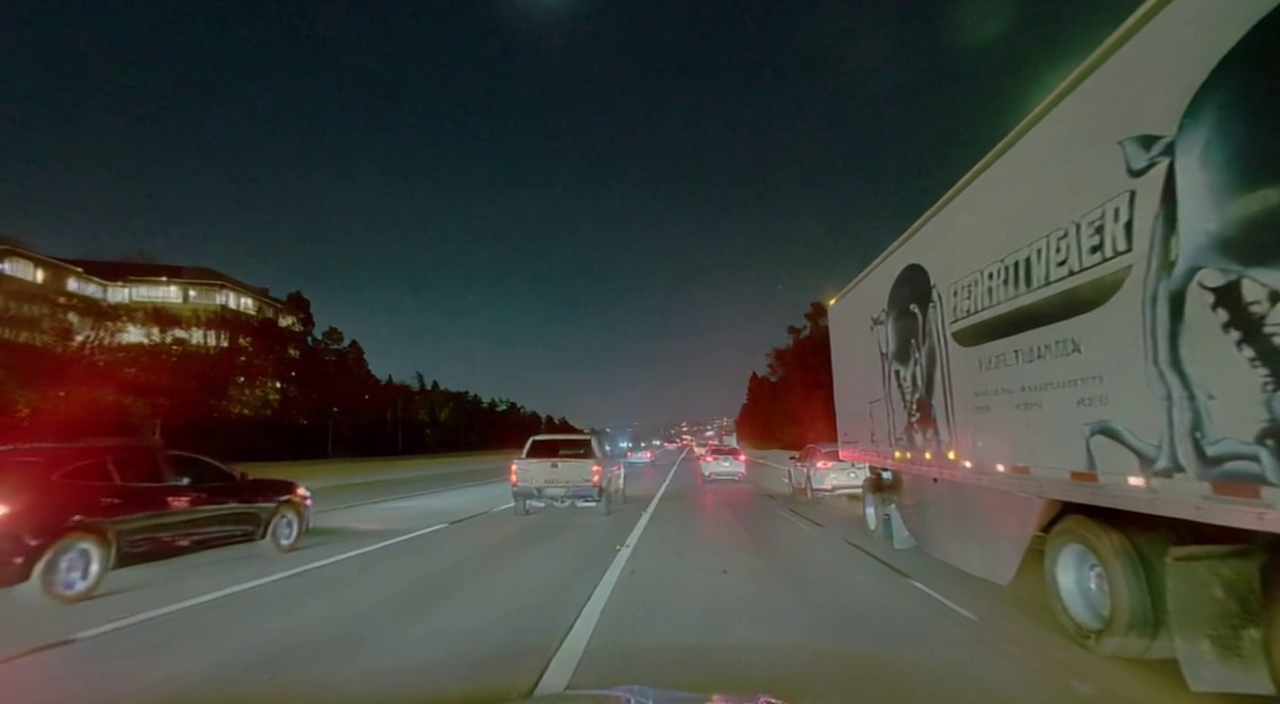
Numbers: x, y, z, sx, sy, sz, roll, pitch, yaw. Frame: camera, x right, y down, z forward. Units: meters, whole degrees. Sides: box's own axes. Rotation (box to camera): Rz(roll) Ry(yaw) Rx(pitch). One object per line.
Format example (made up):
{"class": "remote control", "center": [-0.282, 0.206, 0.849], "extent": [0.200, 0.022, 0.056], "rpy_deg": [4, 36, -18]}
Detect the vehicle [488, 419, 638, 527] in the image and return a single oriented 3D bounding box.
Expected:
{"class": "vehicle", "center": [-1.328, 2.399, 13.109], "extent": [2.153, 1.805, 4.631], "rpy_deg": [-1, -8, 5]}

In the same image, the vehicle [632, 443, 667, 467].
{"class": "vehicle", "center": [0.674, 6.740, 41.397], "extent": [2.036, 1.441, 4.253], "rpy_deg": [-1, -8, 5]}

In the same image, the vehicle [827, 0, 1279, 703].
{"class": "vehicle", "center": [4.307, 0.603, 5.598], "extent": [2.987, 3.212, 9.311], "rpy_deg": [-1, -8, 4]}

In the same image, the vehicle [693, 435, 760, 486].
{"class": "vehicle", "center": [3.087, 3.964, 23.454], "extent": [2.156, 1.701, 4.494], "rpy_deg": [-1, -8, 4]}

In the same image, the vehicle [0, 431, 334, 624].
{"class": "vehicle", "center": [-5.667, 1.616, 6.728], "extent": [1.965, 1.443, 4.968], "rpy_deg": [-1, -8, 5]}
